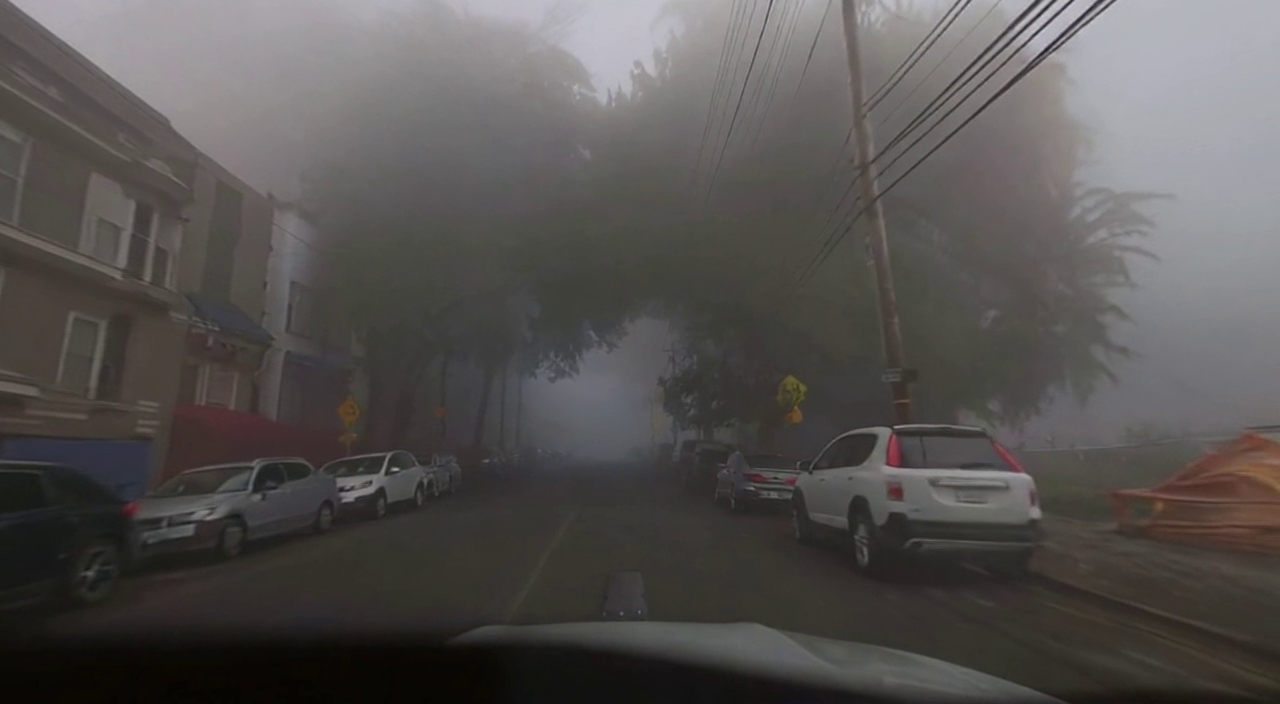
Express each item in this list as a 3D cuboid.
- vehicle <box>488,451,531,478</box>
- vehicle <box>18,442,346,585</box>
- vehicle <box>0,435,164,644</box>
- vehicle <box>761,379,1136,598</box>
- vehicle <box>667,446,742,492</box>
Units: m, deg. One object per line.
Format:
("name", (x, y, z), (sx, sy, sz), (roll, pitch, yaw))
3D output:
("vehicle", (-7.853, 6.800, 38.485), (1.968, 1.450, 4.271), (0, -8, -4))
("vehicle", (-6.585, 2.285, 9.938), (1.971, 1.697, 4.450), (0, -8, -3))
("vehicle", (-6.224, 1.507, 4.944), (1.996, 1.695, 4.127), (1, -8, -5))
("vehicle", (3.084, 1.673, 7.684), (1.994, 1.857, 4.393), (1, -13, -5))
("vehicle", (2.238, 4.240, 23.368), (2.010, 1.499, 4.754), (0, -8, -3))
